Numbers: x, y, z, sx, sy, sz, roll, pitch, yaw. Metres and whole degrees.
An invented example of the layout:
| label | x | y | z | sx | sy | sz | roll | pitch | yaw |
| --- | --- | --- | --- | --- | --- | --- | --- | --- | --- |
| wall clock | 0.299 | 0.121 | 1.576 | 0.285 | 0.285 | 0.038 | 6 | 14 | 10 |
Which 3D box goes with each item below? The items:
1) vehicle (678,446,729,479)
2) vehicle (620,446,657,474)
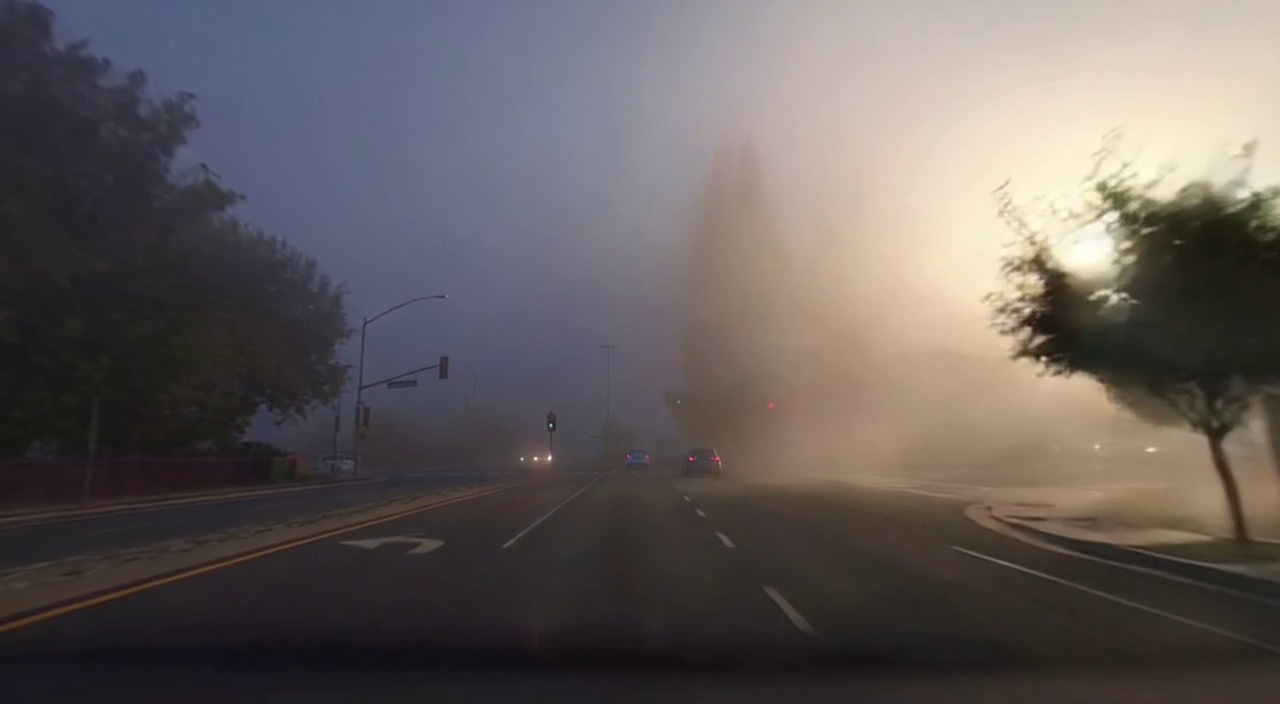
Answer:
| label | x | y | z | sx | sy | sz | roll | pitch | yaw |
| --- | --- | --- | --- | --- | --- | --- | --- | --- | --- |
| vehicle | 3.110 | 5.521 | 31.900 | 2.057 | 1.496 | 4.401 | 1 | -9 | -1 |
| vehicle | -0.083 | 6.357 | 37.469 | 2.018 | 1.511 | 3.993 | 0 | -9 | 0 |
